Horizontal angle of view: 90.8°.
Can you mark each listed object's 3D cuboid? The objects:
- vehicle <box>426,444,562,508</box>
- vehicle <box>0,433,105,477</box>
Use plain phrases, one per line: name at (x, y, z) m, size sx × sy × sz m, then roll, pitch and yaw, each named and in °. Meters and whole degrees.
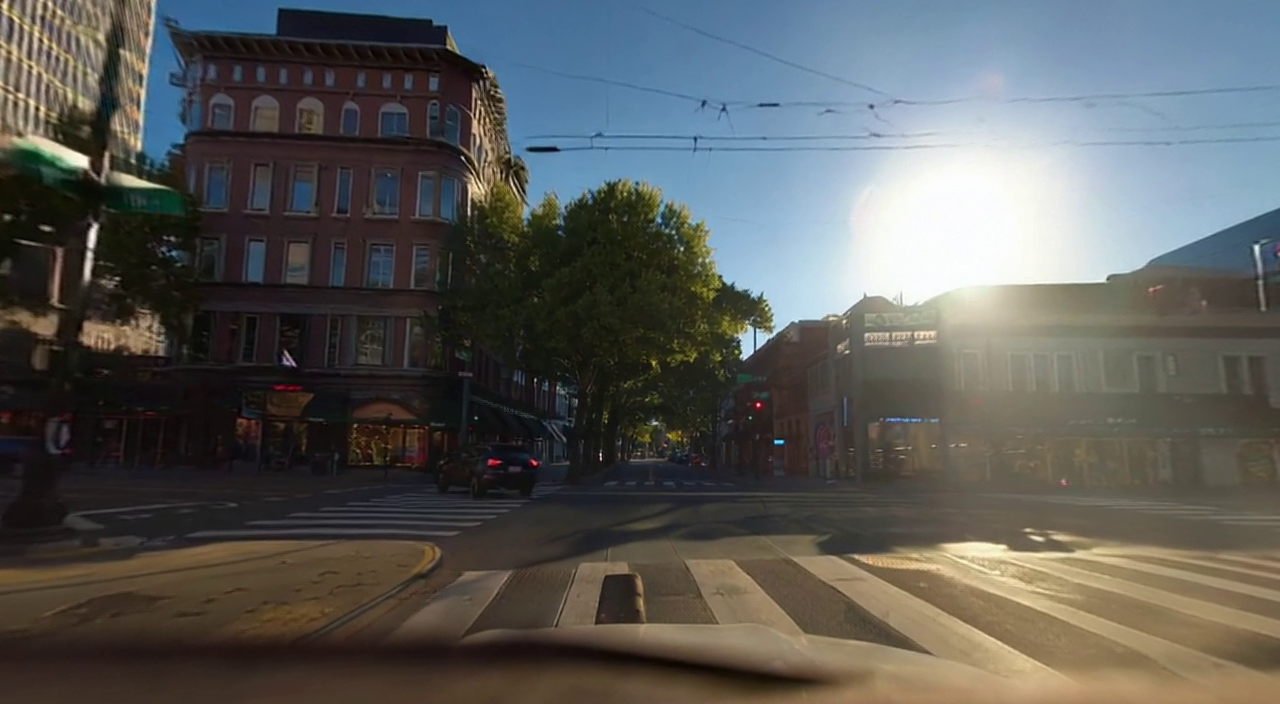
vehicle at (-4.122, 3.273, 17.304) m, size 2.106 × 1.482 × 4.459 m, roll 5°, pitch -10°, yaw -34°
vehicle at (-22.246, 3.646, 22.438) m, size 4.627 × 1.468 × 1.871 m, roll 0°, pitch -8°, yaw -2°
